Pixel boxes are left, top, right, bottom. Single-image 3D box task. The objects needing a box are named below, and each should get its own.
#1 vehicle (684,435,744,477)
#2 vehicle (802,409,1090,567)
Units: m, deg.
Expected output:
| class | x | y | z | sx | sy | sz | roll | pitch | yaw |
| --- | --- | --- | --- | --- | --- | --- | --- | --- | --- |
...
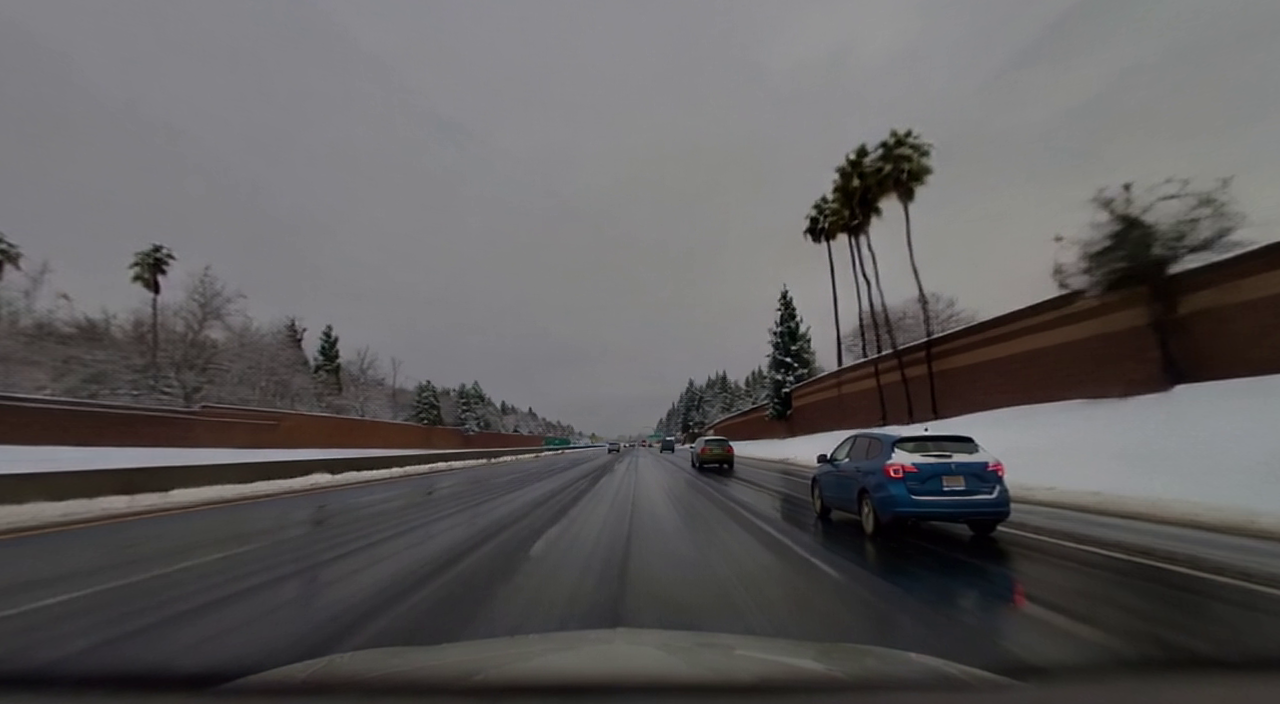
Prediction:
| class | x | y | z | sx | sy | sz | roll | pitch | yaw |
| --- | --- | --- | --- | --- | --- | --- | --- | --- | --- |
| vehicle | 3.185 | 4.580 | 28.052 | 2.045 | 1.688 | 4.313 | 0 | -9 | -1 |
| vehicle | 3.869 | 1.782 | 9.010 | 1.910 | 1.696 | 4.187 | 0 | -8 | -1 |
